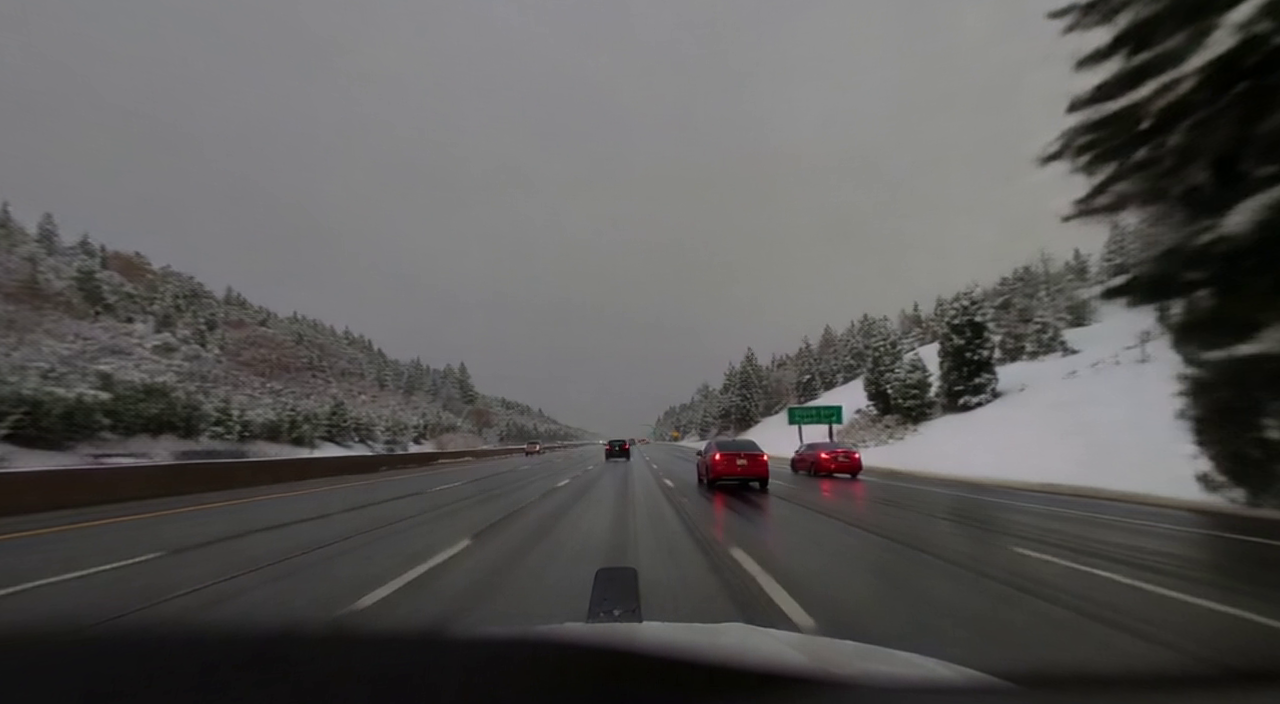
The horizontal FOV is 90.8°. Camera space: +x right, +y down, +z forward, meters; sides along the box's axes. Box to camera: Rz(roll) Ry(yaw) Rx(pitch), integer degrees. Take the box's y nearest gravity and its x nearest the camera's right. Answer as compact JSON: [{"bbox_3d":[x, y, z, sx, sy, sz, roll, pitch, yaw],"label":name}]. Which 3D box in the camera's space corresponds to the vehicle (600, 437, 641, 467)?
[{"bbox_3d":[-1.113,5.934,37.546,2.277,1.675,4.023,0,-8,-1],"label":"vehicle"}]

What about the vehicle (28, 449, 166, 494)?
[{"bbox_3d":[-25.966,5.693,30.525,2.390,1.856,4.803,1,-8,0],"label":"vehicle"}]

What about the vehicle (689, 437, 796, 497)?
[{"bbox_3d":[2.781,3.237,18.338,2.120,1.492,4.734,0,-8,-2],"label":"vehicle"}]

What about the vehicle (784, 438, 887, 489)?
[{"bbox_3d":[6.195,3.569,20.585,1.845,1.452,4.352,0,-8,-2],"label":"vehicle"}]
